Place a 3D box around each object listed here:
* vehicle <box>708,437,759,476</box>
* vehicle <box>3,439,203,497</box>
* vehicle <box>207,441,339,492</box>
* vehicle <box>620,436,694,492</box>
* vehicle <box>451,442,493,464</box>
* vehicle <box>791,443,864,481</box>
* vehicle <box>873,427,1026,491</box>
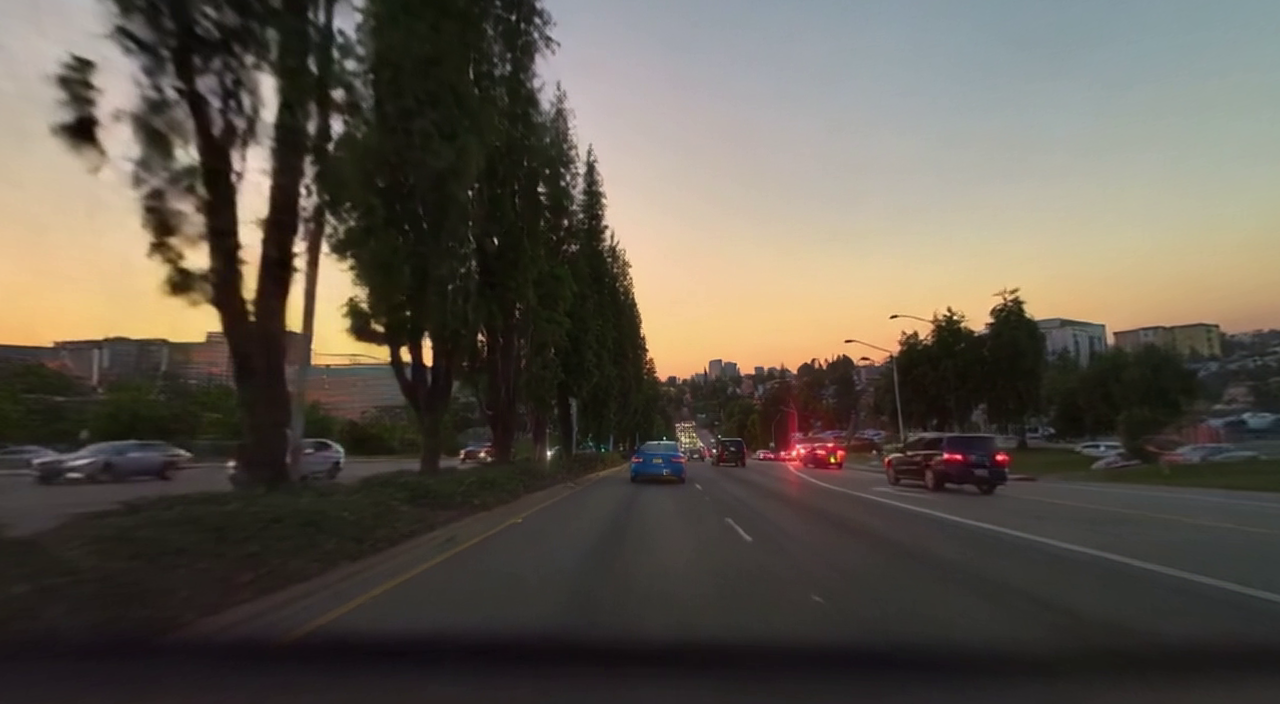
[{"bbox_3d":[4.577,5.193,31.457,1.976,1.796,4.159,0,-9,1],"label":"vehicle"},{"bbox_3d":[-16.008,3.454,19.191,2.036,1.524,4.590,0,-9,0],"label":"vehicle"},{"bbox_3d":[-12.555,3.899,21.959,1.869,1.549,4.675,1,-8,-2],"label":"vehicle"},{"bbox_3d":[0.550,3.603,20.530,2.145,1.603,4.369,0,-9,2],"label":"vehicle"},{"bbox_3d":[-12.107,7.290,45.501,1.785,1.503,3.885,0,-9,3],"label":"vehicle"},{"bbox_3d":[7.981,4.710,27.199,1.928,1.488,4.361,0,-9,1],"label":"vehicle"},{"bbox_3d":[11.419,4.030,24.101,2.493,2.084,6.892,0,-9,1],"label":"vehicle"}]
